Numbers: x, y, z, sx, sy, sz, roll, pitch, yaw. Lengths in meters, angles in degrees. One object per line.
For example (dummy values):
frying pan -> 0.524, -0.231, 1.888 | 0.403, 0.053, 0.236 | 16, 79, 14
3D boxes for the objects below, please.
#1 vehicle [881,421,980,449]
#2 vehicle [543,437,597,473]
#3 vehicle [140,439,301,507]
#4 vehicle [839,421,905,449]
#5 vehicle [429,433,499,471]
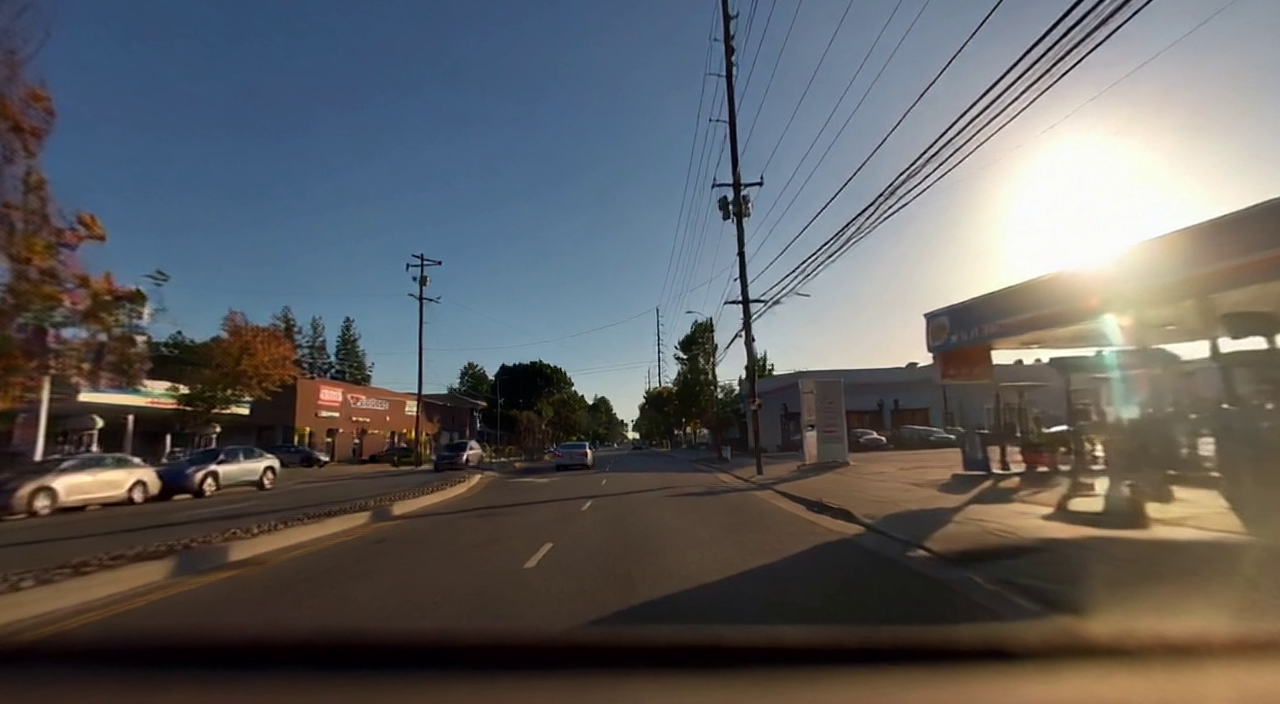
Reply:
vehicle -> 17.414, 5.006, 37.971 | 4.943, 1.646, 2.072 | 0, -8, -2
vehicle -> -3.151, 4.730, 29.154 | 2.073, 1.525, 3.968 | 0, -8, -1
vehicle -> -14.968, 4.274, 22.958 | 2.353, 2.144, 4.847 | -1, -8, 2
vehicle -> 17.491, 6.260, 47.805 | 2.020, 1.972, 4.983 | 2, -7, -17
vehicle -> -10.193, 5.827, 37.042 | 2.437, 2.069, 5.159 | -1, -8, 2
